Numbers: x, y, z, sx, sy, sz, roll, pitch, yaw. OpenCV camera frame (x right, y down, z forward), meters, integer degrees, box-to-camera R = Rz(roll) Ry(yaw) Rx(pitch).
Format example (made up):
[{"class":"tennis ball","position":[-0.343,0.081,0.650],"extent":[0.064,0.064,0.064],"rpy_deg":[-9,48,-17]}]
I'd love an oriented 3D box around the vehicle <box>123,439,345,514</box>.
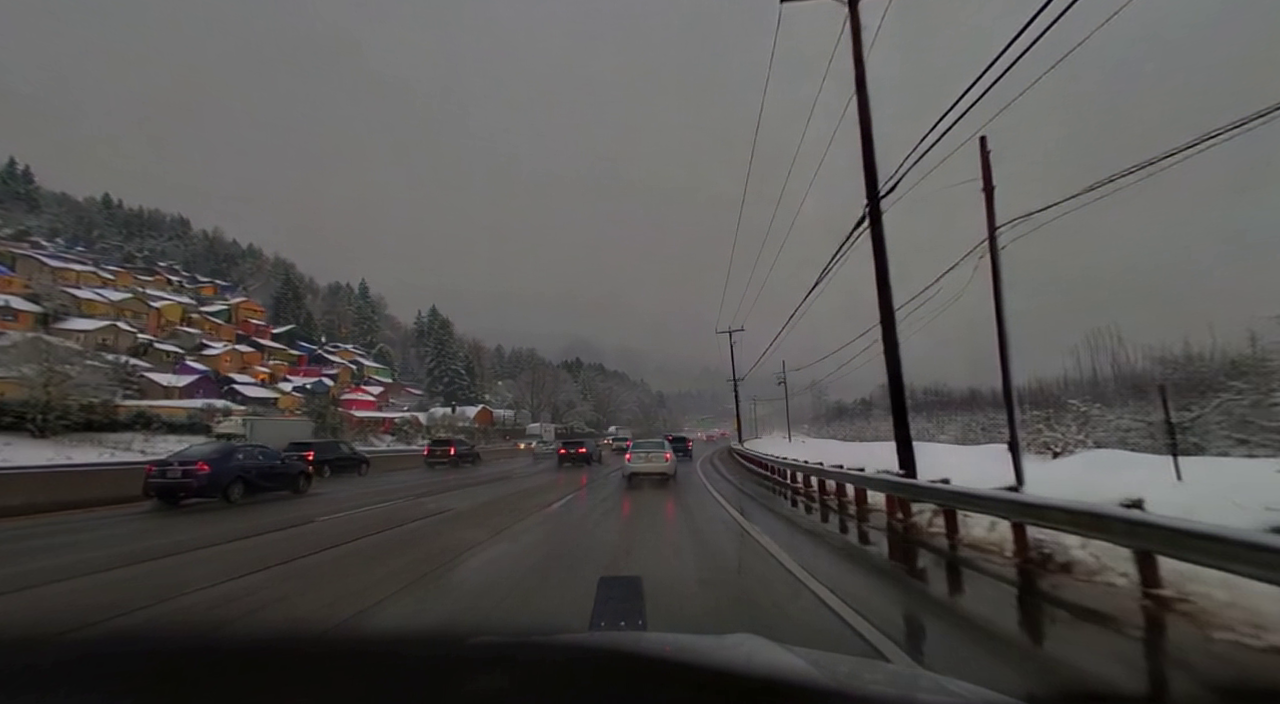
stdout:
[{"class":"vehicle","position":[-9.177,2.812,14.850],"extent":[1.959,1.469,4.450],"rpy_deg":[-1,-8,5]}]

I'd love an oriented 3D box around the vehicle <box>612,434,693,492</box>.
[{"class":"vehicle","position":[0.455,3.159,18.318],"extent":[2.109,1.495,3.935],"rpy_deg":[-1,-8,4]}]

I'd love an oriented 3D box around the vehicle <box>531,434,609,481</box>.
[{"class":"vehicle","position":[-2.604,4.054,24.538],"extent":[2.121,1.639,4.383],"rpy_deg":[-1,-8,6]}]

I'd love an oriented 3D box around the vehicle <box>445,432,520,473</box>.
[{"class":"vehicle","position":[-7.636,4.939,31.165],"extent":[2.080,1.833,4.461],"rpy_deg":[-1,-8,7]}]
